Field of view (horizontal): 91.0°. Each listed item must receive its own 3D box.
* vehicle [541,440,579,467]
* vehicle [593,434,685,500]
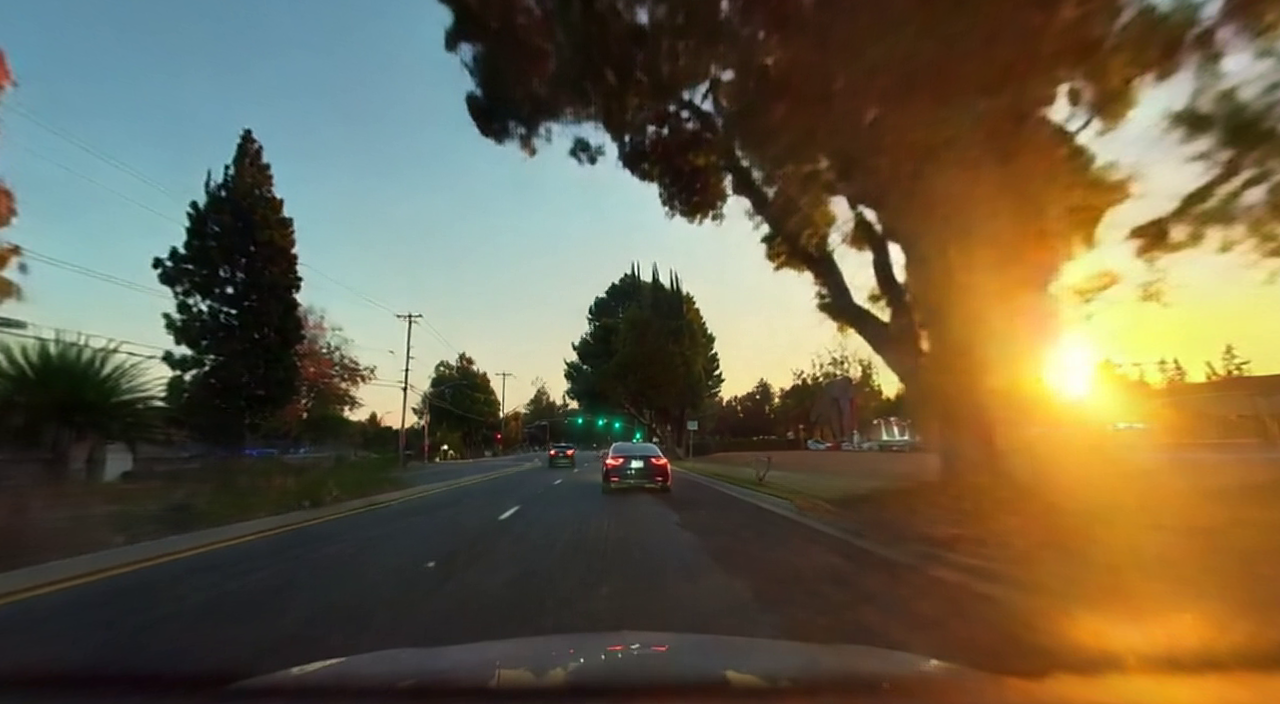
[{"bbox_3d":[-5.485,7.007,43.548,2.189,1.776,4.342,0,-9,-2],"label":"vehicle"},{"bbox_3d":[-0.168,3.205,17.937,2.235,1.597,4.918,1,-9,-3],"label":"vehicle"}]
